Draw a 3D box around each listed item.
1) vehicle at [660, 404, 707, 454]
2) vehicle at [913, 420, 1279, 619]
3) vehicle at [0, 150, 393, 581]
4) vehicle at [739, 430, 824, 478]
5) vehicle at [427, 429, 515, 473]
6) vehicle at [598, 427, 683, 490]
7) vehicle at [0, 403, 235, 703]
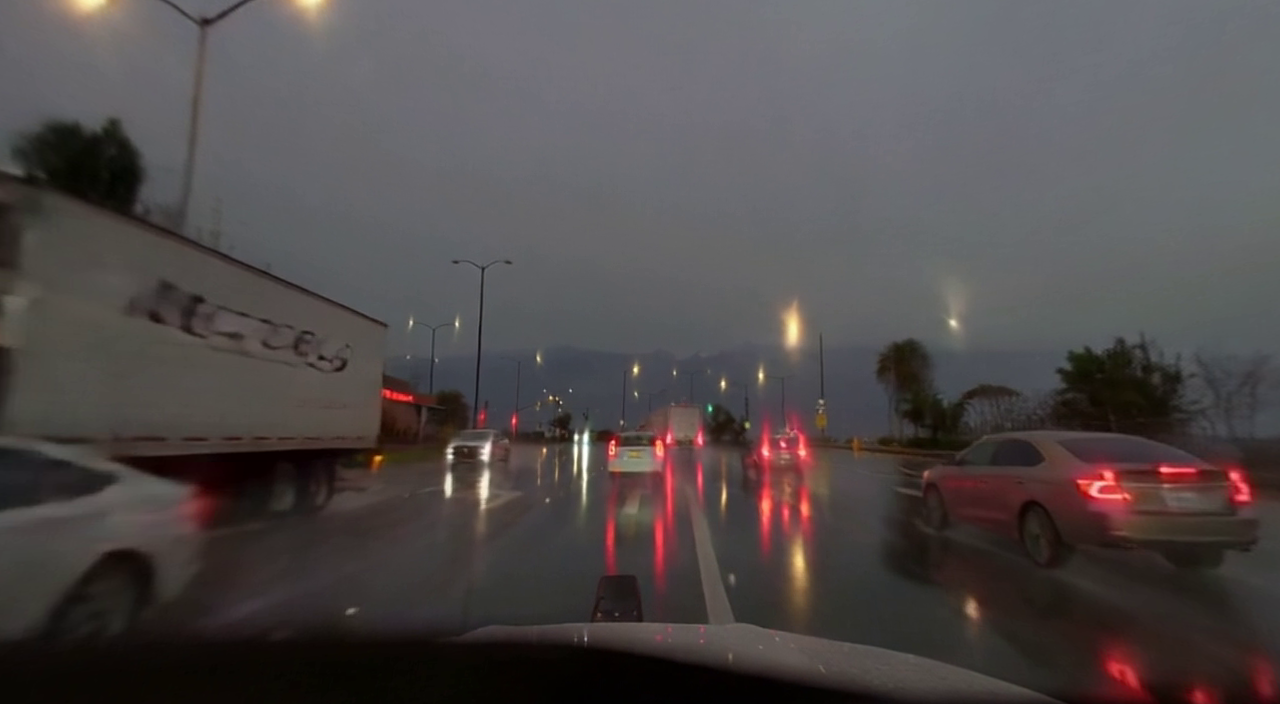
[{"bbox_3d":[3.144,5.857,47.507,2.917,3.482,6.946,0,-8,-1],"label":"vehicle"},{"bbox_3d":[5.064,1.551,7.030,2.081,1.434,4.833,0,-8,3],"label":"vehicle"},{"bbox_3d":[-7.034,0.438,8.002,2.986,3.821,10.059,0,-8,5],"label":"vehicle"},{"bbox_3d":[4.772,3.469,21.777,1.889,1.480,3.876,1,-8,-2],"label":"vehicle"},{"bbox_3d":[-6.201,3.683,23.705,1.980,1.499,4.417,0,-8,2],"label":"vehicle"},{"bbox_3d":[0.052,2.758,16.687,1.991,1.472,3.518,0,-8,1],"label":"vehicle"},{"bbox_3d":[-4.064,0.863,2.283,1.964,1.428,4.481,0,-8,5],"label":"vehicle"}]
